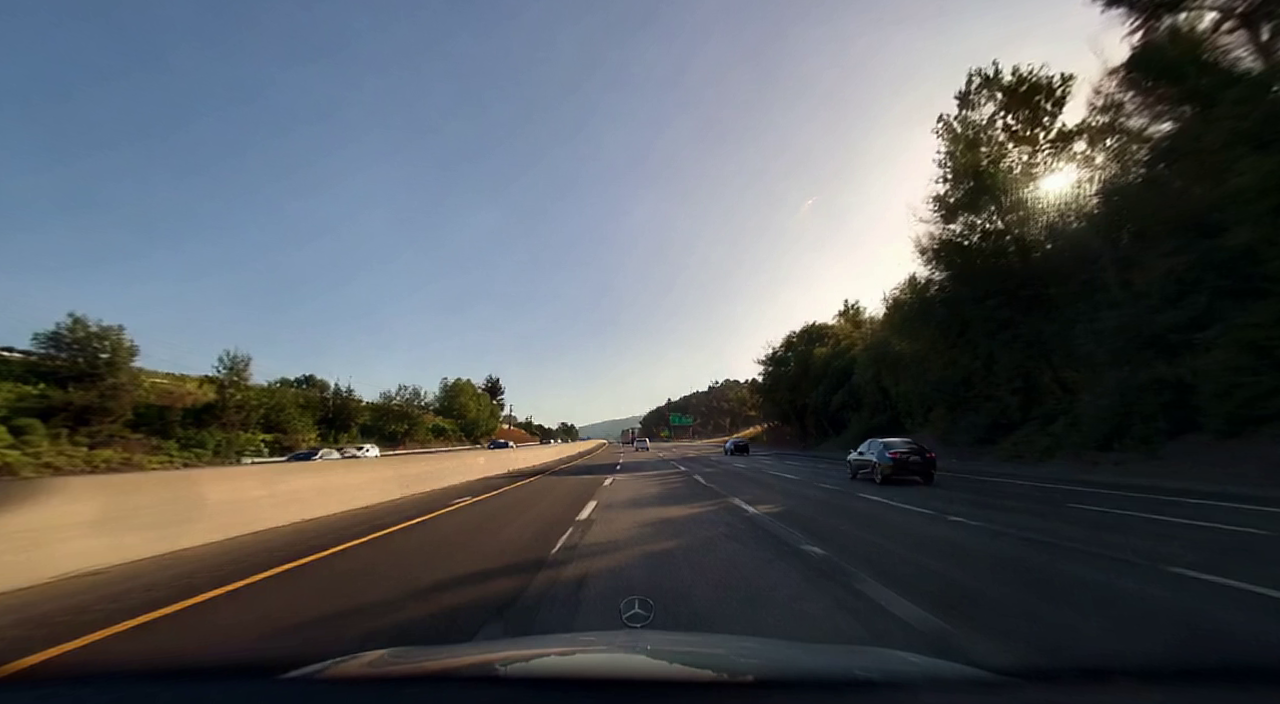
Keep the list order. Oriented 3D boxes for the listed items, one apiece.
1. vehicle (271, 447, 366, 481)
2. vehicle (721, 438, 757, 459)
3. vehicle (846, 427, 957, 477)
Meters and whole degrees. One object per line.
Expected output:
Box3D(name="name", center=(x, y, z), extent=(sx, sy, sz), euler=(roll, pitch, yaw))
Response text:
Box3D(name="vehicle", center=(-15.846, 5.518, 31.424), extent=(2.005, 1.515, 5.180), euler=(0, -9, 0))
Box3D(name="vehicle", center=(7.601, 7.450, 48.788), extent=(2.053, 1.553, 4.463), euler=(0, -9, -1))
Box3D(name="vehicle", center=(11.147, 4.326, 27.467), extent=(2.387, 1.936, 5.646), euler=(0, -9, 0))
